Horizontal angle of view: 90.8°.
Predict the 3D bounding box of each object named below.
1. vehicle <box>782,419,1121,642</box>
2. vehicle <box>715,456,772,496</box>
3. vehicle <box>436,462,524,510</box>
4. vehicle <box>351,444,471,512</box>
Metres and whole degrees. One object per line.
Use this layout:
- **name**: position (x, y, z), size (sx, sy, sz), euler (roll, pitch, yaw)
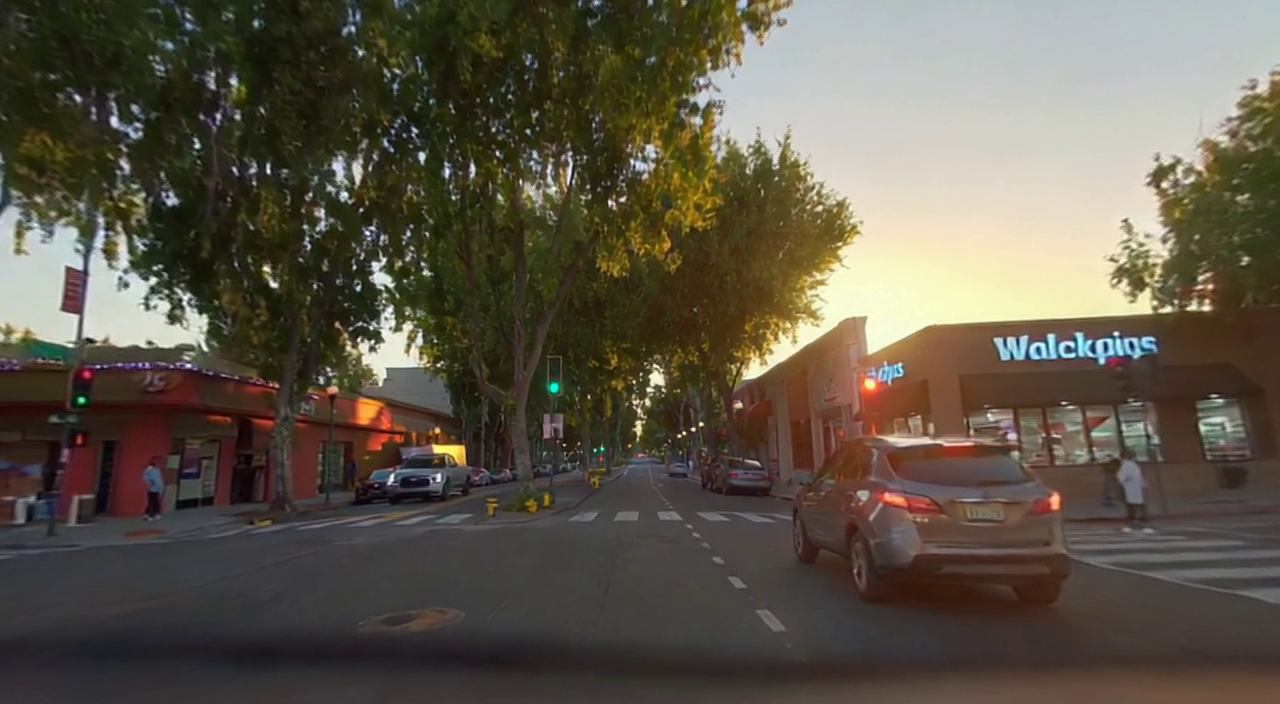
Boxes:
- **vehicle**: position (2.676, 1.556, 6.235), size (1.822, 1.654, 2.794), euler (0, -9, -1)
- **vehicle**: position (5.206, 6.272, 32.358), size (2.010, 1.844, 4.386), euler (0, -9, -2)
- **vehicle**: position (-5.722, 4.853, 23.237), size (1.983, 1.438, 4.559), euler (0, -9, 1)
- **vehicle**: position (-8.744, 4.811, 24.895), size (2.489, 2.323, 5.843), euler (0, -9, 1)
